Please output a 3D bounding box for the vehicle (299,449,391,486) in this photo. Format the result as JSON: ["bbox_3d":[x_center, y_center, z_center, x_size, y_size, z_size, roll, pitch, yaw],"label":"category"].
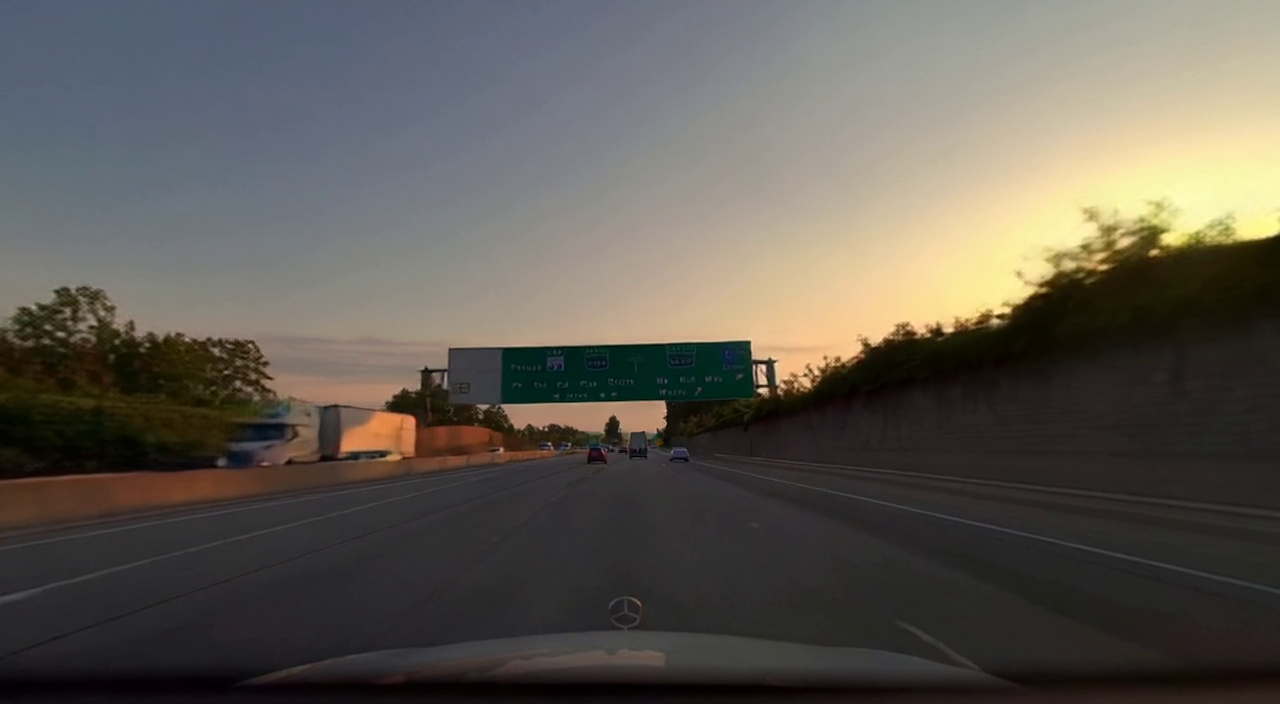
[{"bbox_3d":[-12.562,4.933,27.201,1.908,1.433,4.264,0,-9,-1],"label":"vehicle"}]

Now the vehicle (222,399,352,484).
[{"bbox_3d":[-17.706,4.569,32.209,3.050,3.906,5.884,0,-9,0],"label":"vehicle"}]
